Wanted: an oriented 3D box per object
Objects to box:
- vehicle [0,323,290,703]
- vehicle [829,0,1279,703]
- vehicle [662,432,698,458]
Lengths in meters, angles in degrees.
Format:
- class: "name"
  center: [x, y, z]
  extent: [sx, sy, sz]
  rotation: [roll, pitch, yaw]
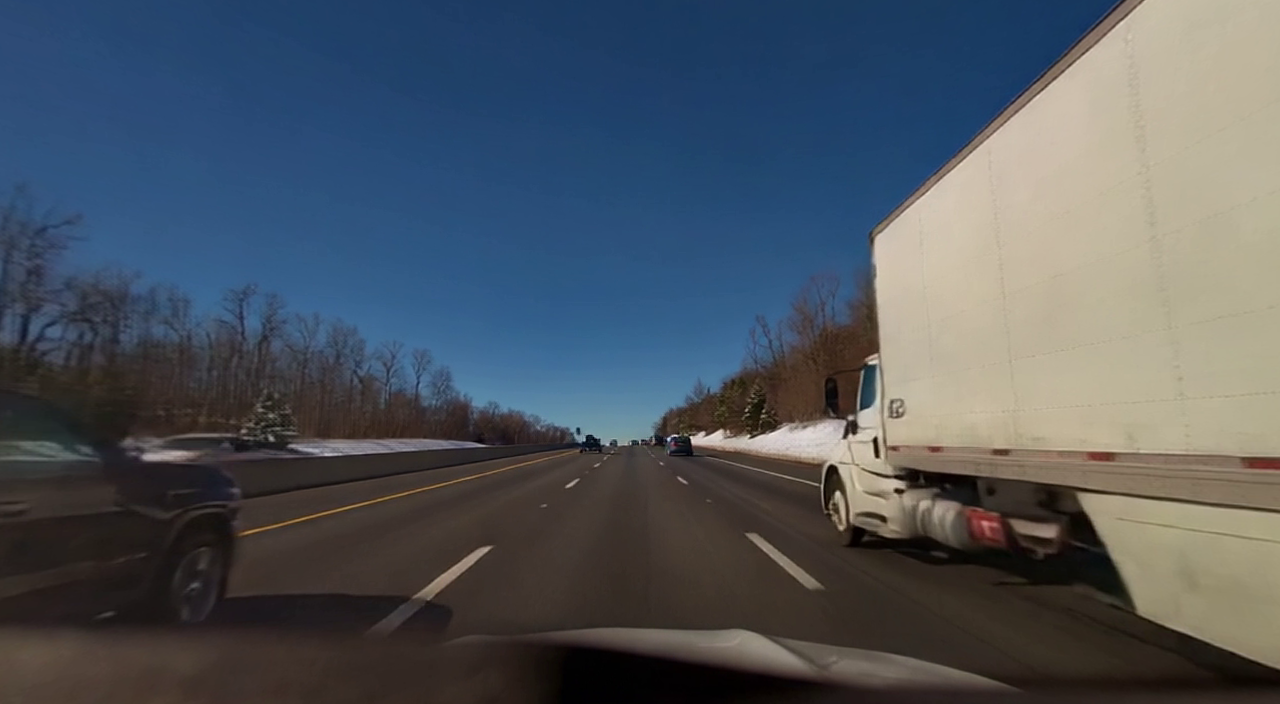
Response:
- class: "vehicle"
  center: [-3.619, 0.737, 2.149]
  extent: [2.185, 1.772, 4.656]
  rotation: [0, -8, -1]
- class: "vehicle"
  center: [4.197, -0.199, 3.532]
  extent: [3.004, 3.881, 9.742]
  rotation: [0, -8, -1]
- class: "vehicle"
  center: [2.806, 6.606, 44.855]
  extent: [2.124, 1.696, 4.173]
  rotation: [0, -8, -2]
